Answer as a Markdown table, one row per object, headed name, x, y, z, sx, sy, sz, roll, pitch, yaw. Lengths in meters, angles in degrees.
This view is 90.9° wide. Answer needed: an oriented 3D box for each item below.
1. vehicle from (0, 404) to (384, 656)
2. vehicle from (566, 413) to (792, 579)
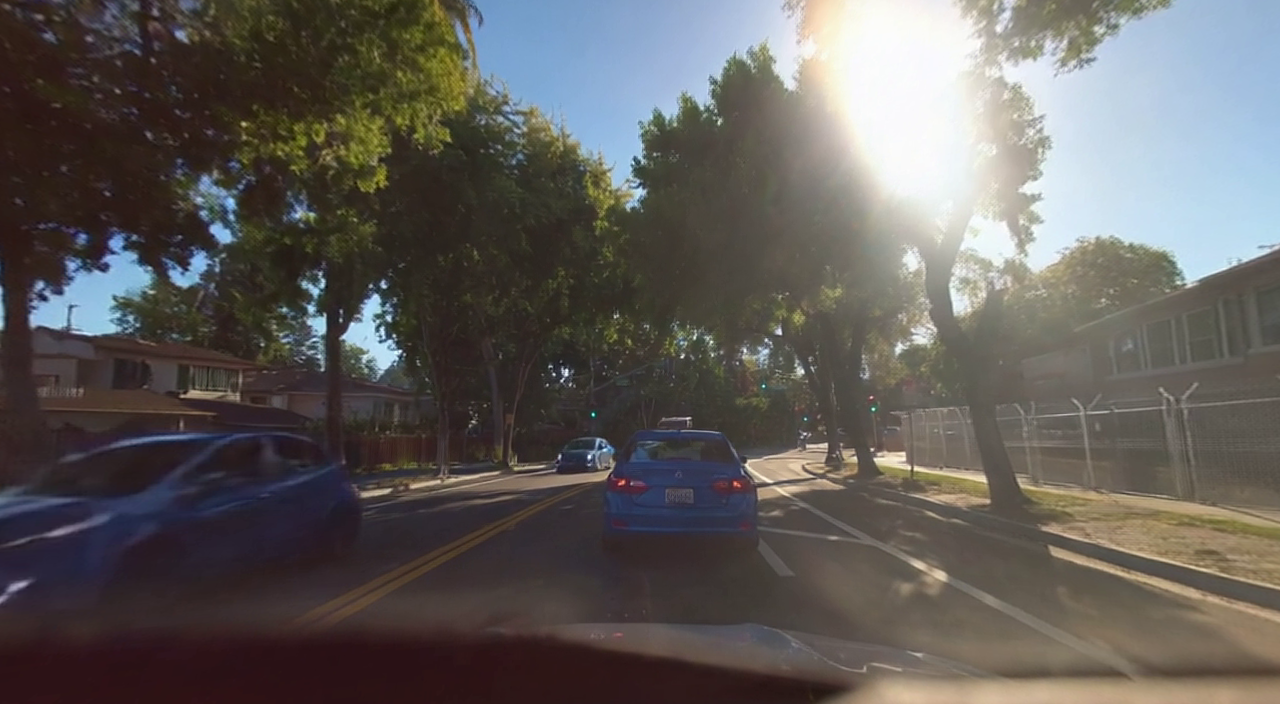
| name | x | y | z | sx | sy | sz | roll | pitch | yaw |
| --- | --- | --- | --- | --- | --- | --- | --- | --- | --- |
| vehicle | -4.811 | 1.532 | 6.655 | 2.082 | 1.682 | 4.623 | 0 | -8 | 2 |
| vehicle | 0.392 | 1.607 | 7.823 | 2.070 | 1.516 | 3.936 | 0 | -8 | 1 |
